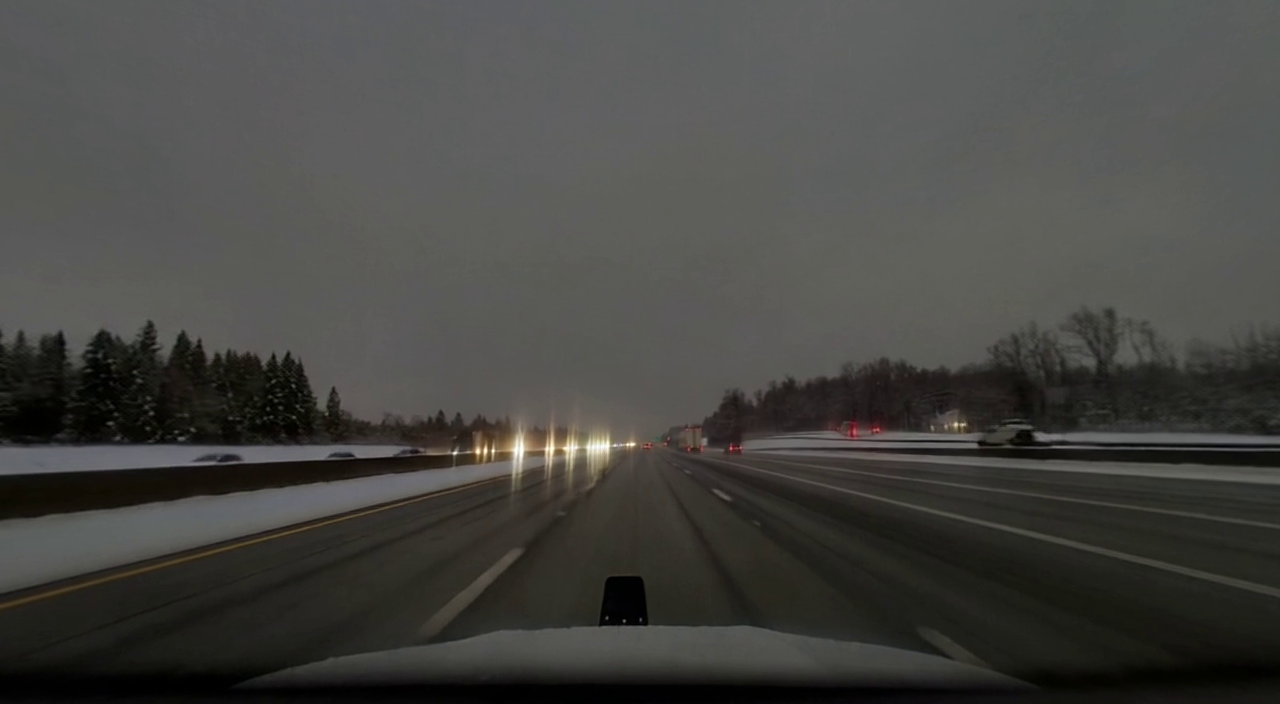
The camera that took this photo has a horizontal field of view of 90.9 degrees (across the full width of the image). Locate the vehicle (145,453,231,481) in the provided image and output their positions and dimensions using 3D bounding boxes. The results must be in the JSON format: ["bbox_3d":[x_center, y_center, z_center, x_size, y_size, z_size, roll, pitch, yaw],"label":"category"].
[{"bbox_3d":[-27.991,7.117,39.271,2.077,1.564,4.392,0,-8,0],"label":"vehicle"}]

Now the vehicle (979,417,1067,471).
[{"bbox_3d":[20.262,4.905,33.611,2.233,2.695,3.871,-1,-8,2],"label":"vehicle"}]
